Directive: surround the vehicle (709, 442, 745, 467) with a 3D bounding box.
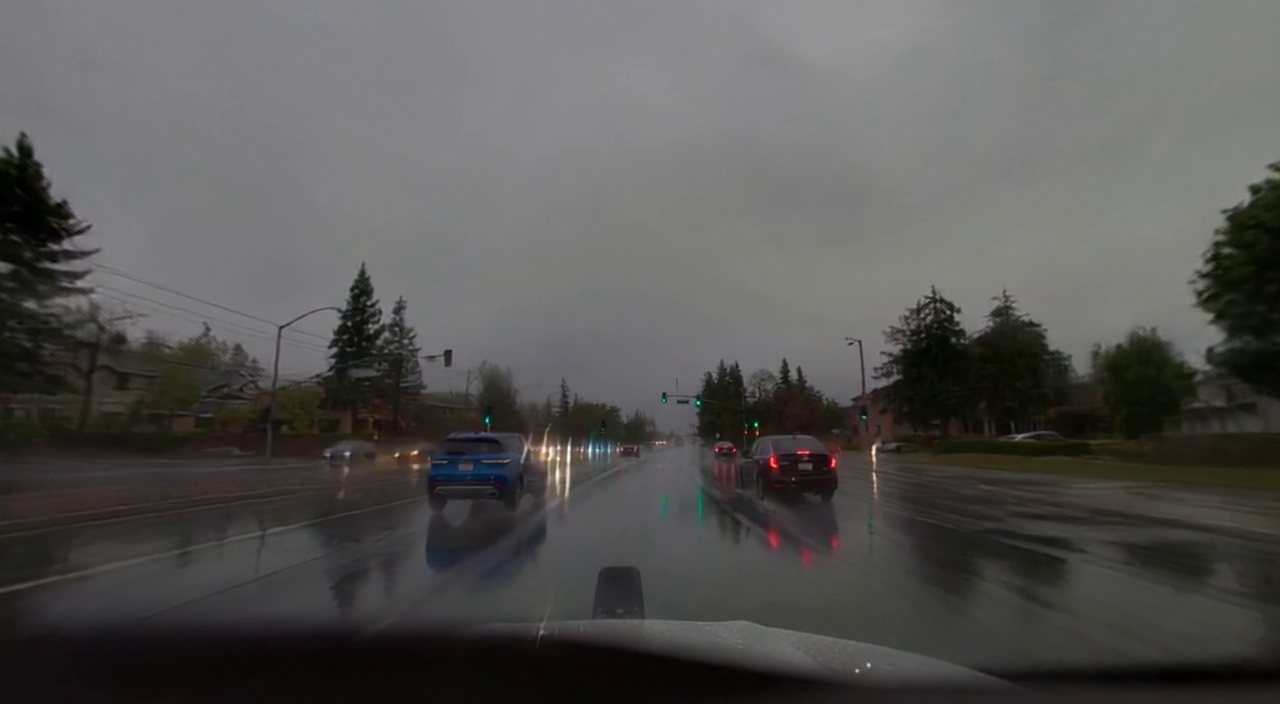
[{"bbox_3d":[6.136,7.232,44.924,2.169,1.669,4.037,-1,-8,3],"label":"vehicle"}]

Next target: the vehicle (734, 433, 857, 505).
[{"bbox_3d":[3.982,3.063,17.055,2.132,1.659,4.387,0,-8,-1],"label":"vehicle"}]

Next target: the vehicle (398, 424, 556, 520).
[{"bbox_3d":[-3.211,2.485,13.610,2.045,1.688,4.632,-1,-8,2],"label":"vehicle"}]

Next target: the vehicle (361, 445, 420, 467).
[{"bbox_3d":[-17.878,7.487,45.529,1.997,1.471,4.772,-1,-8,4],"label":"vehicle"}]

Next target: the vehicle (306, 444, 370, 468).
[{"bbox_3d":[-21.939,7.540,46.120,2.244,1.670,4.353,-1,-8,4],"label":"vehicle"}]
